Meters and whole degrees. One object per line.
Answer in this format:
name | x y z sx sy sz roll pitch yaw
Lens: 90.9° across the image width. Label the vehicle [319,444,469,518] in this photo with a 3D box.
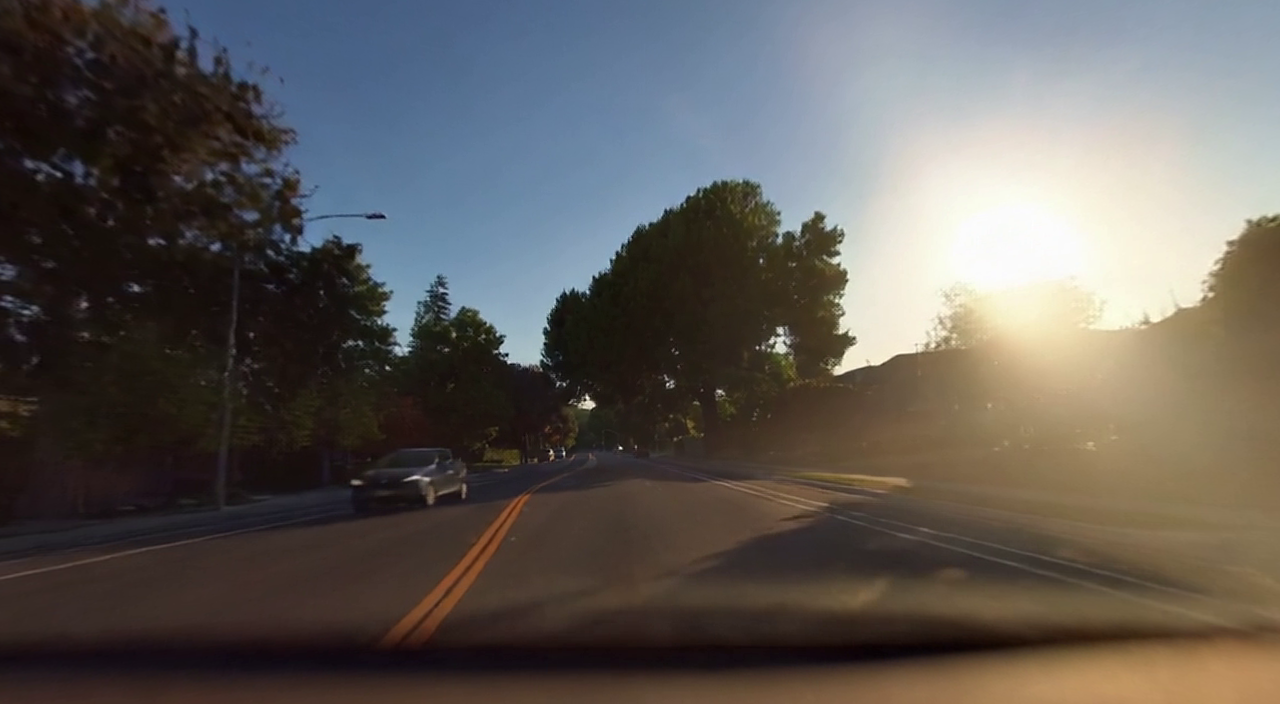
vehicle | -6.023 3.171 16.083 1.951 1.612 4.269 -1 -9 2
